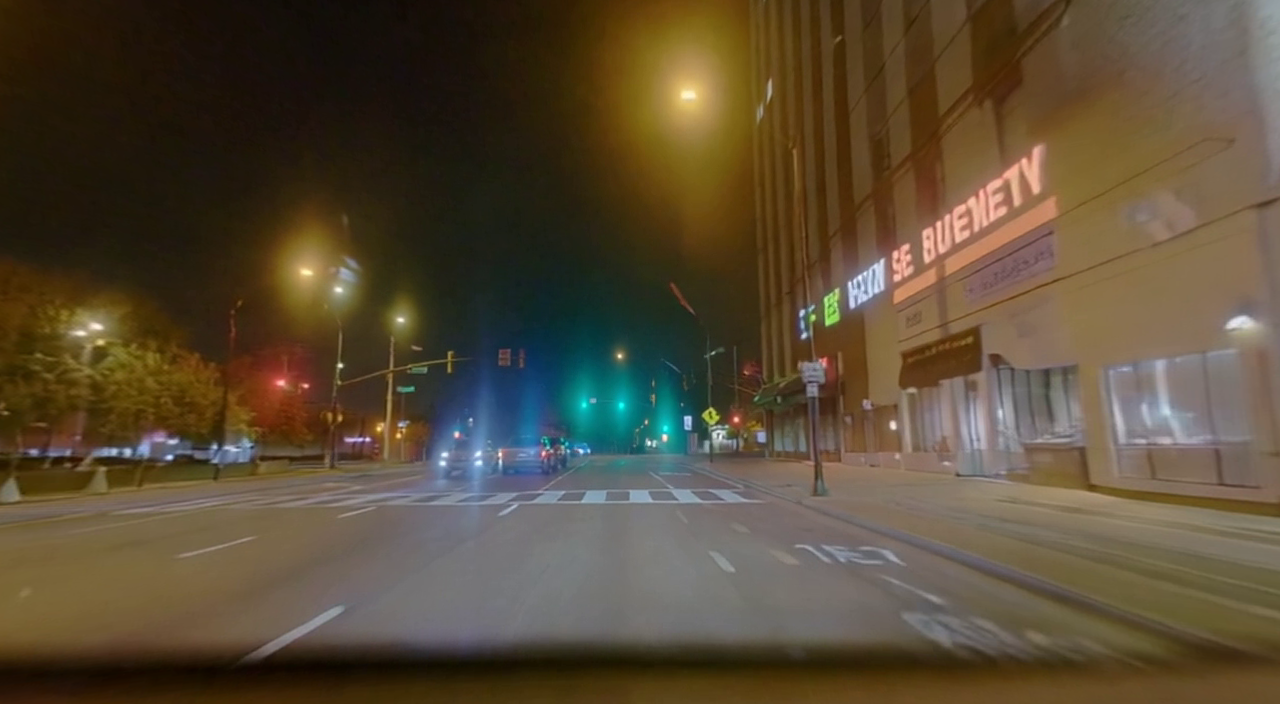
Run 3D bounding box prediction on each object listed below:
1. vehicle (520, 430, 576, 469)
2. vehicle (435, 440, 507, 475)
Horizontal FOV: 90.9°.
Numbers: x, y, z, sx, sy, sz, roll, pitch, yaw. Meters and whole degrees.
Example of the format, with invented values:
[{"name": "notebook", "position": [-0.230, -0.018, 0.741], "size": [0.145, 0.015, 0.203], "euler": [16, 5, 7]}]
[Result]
[{"name": "vehicle", "position": [-4.829, 5.198, 33.806], "size": [2.371, 1.926, 5.099], "euler": [0, -8, -2]}, {"name": "vehicle", "position": [-7.455, 4.690, 28.284], "size": [2.010, 1.455, 4.271], "euler": [0, -8, 1]}]
